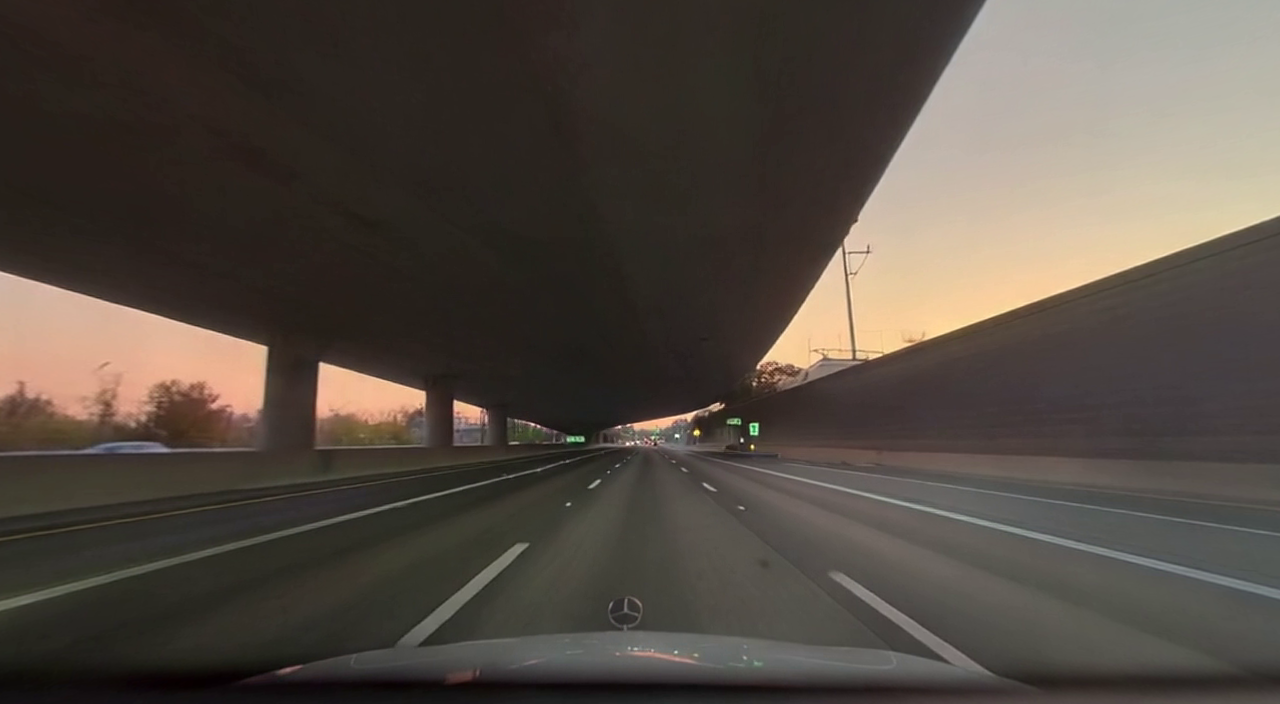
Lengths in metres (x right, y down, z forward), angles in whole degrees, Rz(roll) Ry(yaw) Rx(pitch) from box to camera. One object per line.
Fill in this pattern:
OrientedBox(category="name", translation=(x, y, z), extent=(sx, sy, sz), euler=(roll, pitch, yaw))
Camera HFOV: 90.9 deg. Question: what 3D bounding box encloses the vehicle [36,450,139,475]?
OrientedBox(category="vehicle", translation=(-25.062, 4.997, 28.743), extent=(1.572, 1.012, 3.433), euler=(0, -8, 1))
